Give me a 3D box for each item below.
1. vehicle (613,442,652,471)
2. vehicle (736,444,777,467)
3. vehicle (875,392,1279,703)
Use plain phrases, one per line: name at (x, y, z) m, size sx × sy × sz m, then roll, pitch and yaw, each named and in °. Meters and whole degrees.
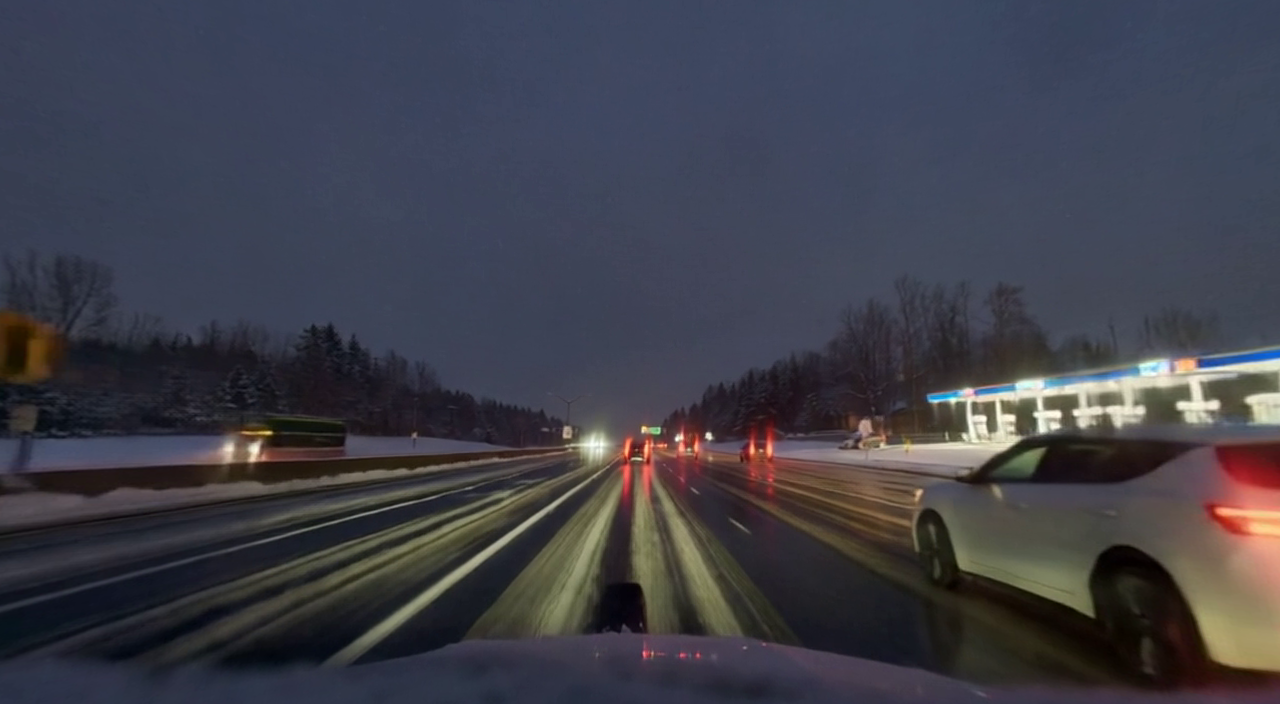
vehicle at (-0.422, 5.759, 34.980) m, size 1.999 × 1.473 × 4.351 m, roll 0°, pitch -8°, yaw -1°
vehicle at (7.666, 6.848, 41.987) m, size 1.867 × 1.463 × 4.295 m, roll 0°, pitch -8°, yaw -1°
vehicle at (3.540, 1.174, 4.225) m, size 2.172 × 1.490 × 4.668 m, roll 0°, pitch -8°, yaw 1°
